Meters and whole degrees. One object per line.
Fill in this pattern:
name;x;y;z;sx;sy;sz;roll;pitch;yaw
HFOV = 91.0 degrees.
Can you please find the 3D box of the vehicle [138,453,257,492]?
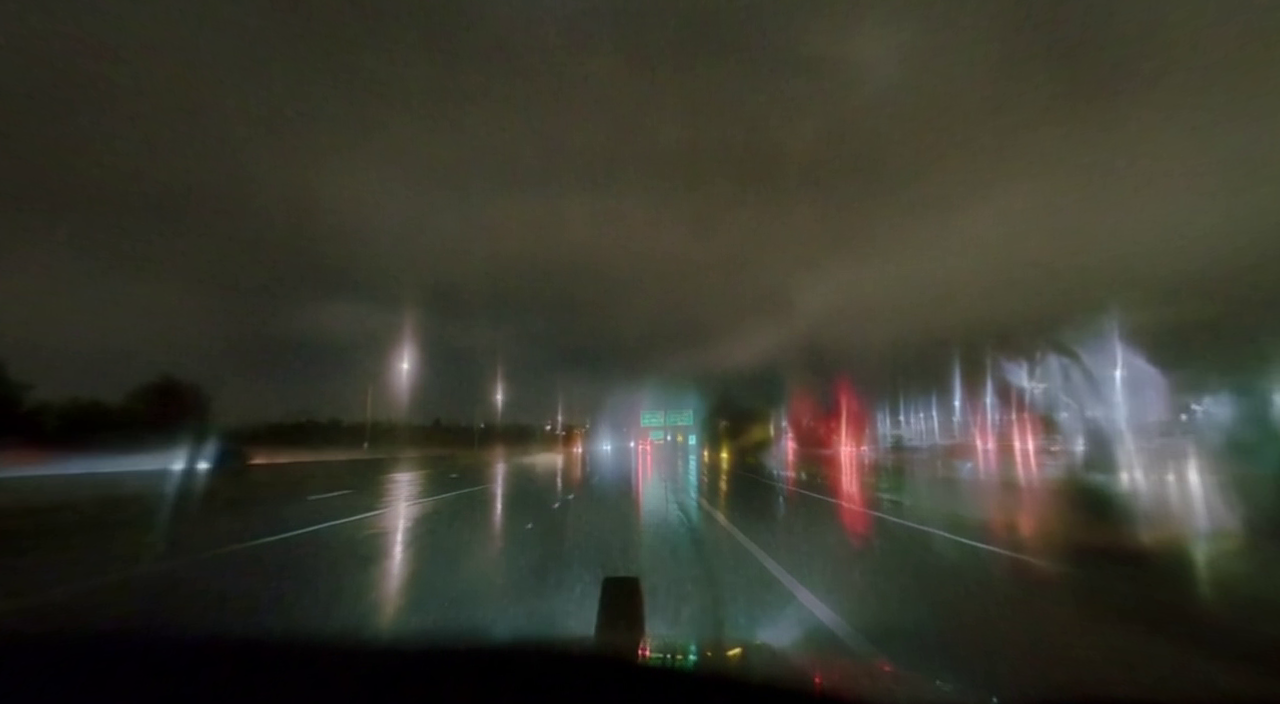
vehicle;-20.185;5.471;29.052;1.899;1.557;4.767;-1;-9;2
